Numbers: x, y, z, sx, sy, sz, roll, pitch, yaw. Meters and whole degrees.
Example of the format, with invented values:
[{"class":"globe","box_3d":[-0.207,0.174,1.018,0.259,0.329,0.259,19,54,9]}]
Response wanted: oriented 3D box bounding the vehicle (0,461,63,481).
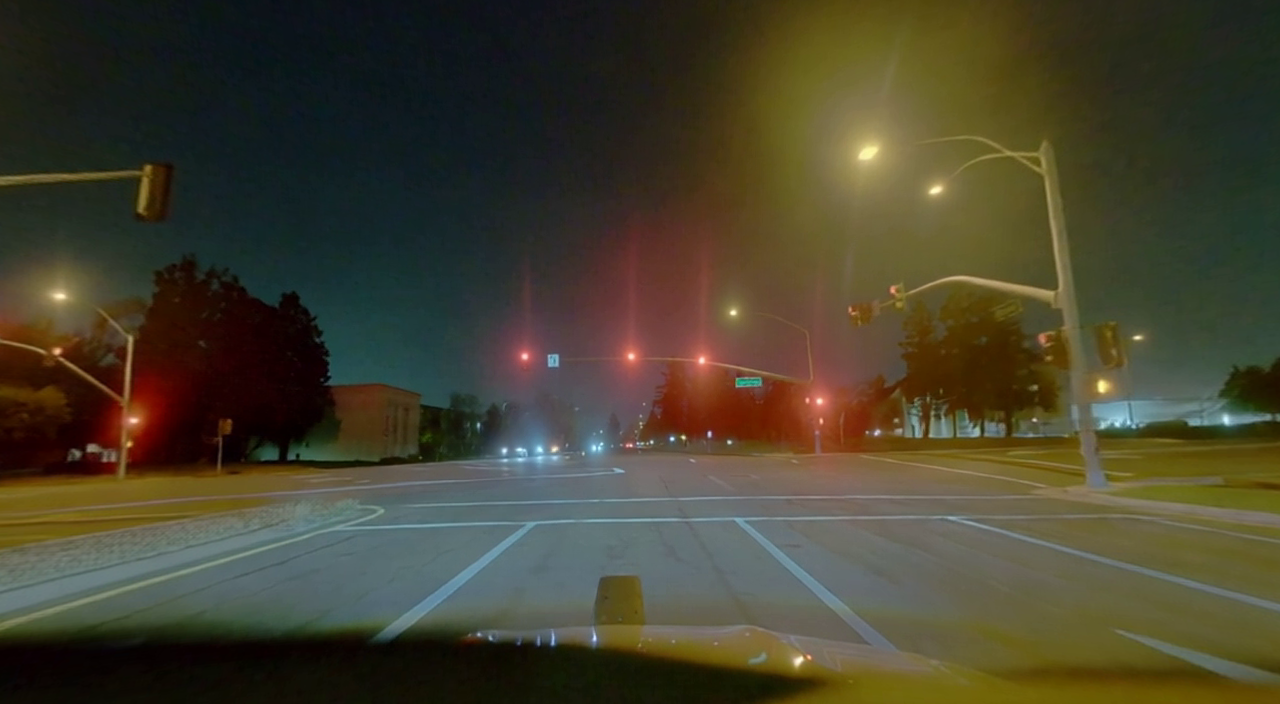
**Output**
[{"class":"vehicle","box_3d":[-47.570,9.221,48.936,1.619,1.394,3.818,-5,-10,28]}]
